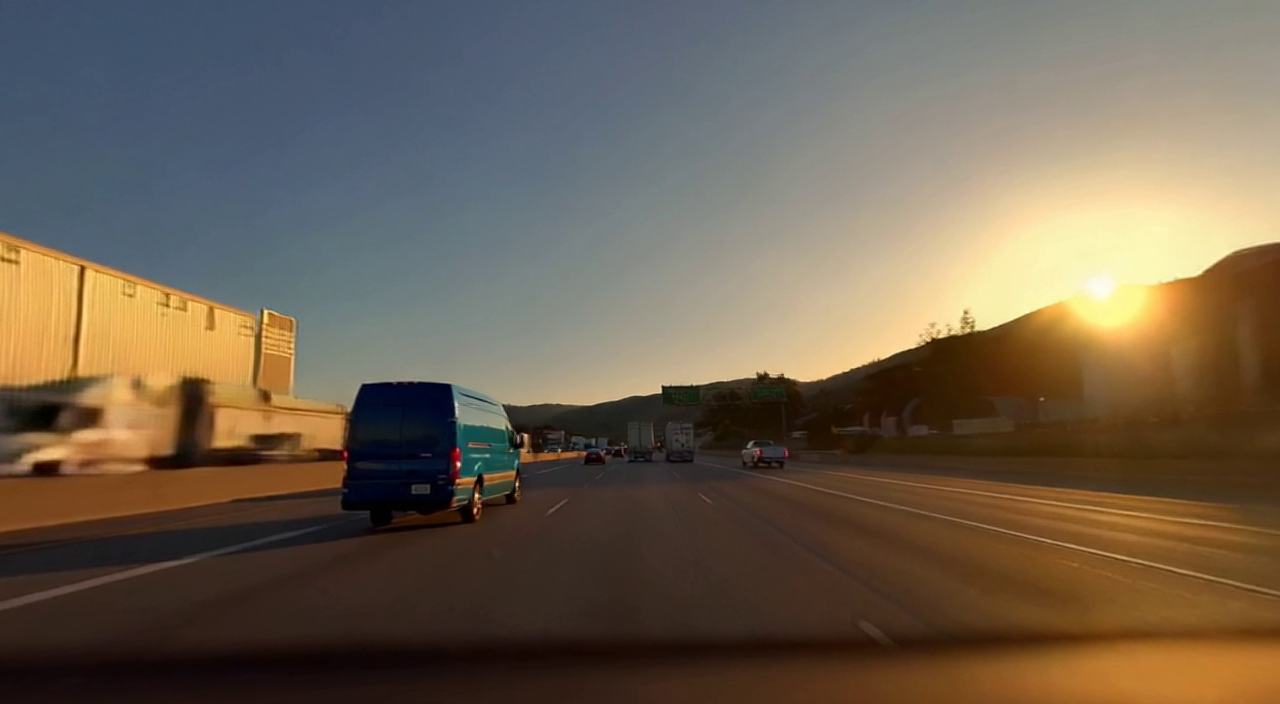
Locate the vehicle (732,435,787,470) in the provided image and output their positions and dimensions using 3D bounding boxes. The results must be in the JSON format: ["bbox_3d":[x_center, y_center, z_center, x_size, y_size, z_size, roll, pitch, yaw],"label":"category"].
[{"bbox_3d":[7.091,6.045,38.229,2.216,1.918,5.742,0,-9,0],"label":"vehicle"}]

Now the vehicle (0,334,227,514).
[{"bbox_3d":[-15.869,2.170,17.982,3.008,4.054,7.573,0,-9,0],"label":"vehicle"}]

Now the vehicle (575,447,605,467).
[{"bbox_3d":[-3.826,8.129,49.336,2.024,1.472,4.014,0,-9,0],"label":"vehicle"}]

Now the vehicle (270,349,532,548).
[{"bbox_3d":[-4.017,1.868,12.548,2.557,2.855,6.674,0,-9,0],"label":"vehicle"}]
